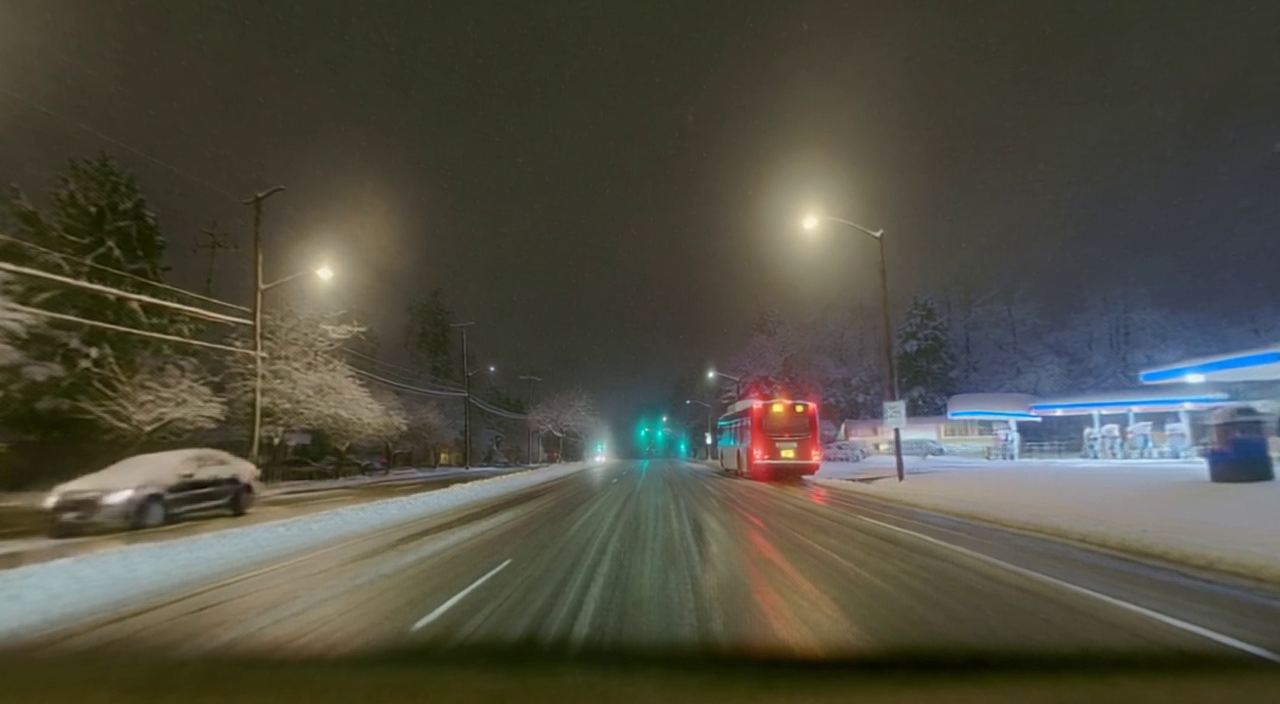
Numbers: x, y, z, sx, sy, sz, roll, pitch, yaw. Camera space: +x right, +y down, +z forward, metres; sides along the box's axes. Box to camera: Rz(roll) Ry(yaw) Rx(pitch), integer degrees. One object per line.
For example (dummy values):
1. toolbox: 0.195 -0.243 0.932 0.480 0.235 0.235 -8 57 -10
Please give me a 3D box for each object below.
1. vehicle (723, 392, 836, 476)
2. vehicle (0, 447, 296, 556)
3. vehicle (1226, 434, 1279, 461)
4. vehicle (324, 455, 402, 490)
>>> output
1. vehicle: 8.631 5.519 41.550 4.582 4.678 12.589 0 -8 0
2. vehicle: -8.227 2.416 11.013 1.900 1.481 4.317 0 -8 2
3. vehicle: 44.639 6.717 44.404 1.948 1.776 5.438 -1 -8 8
4. vehicle: -13.384 5.825 30.756 1.779 1.476 4.260 0 -8 2
